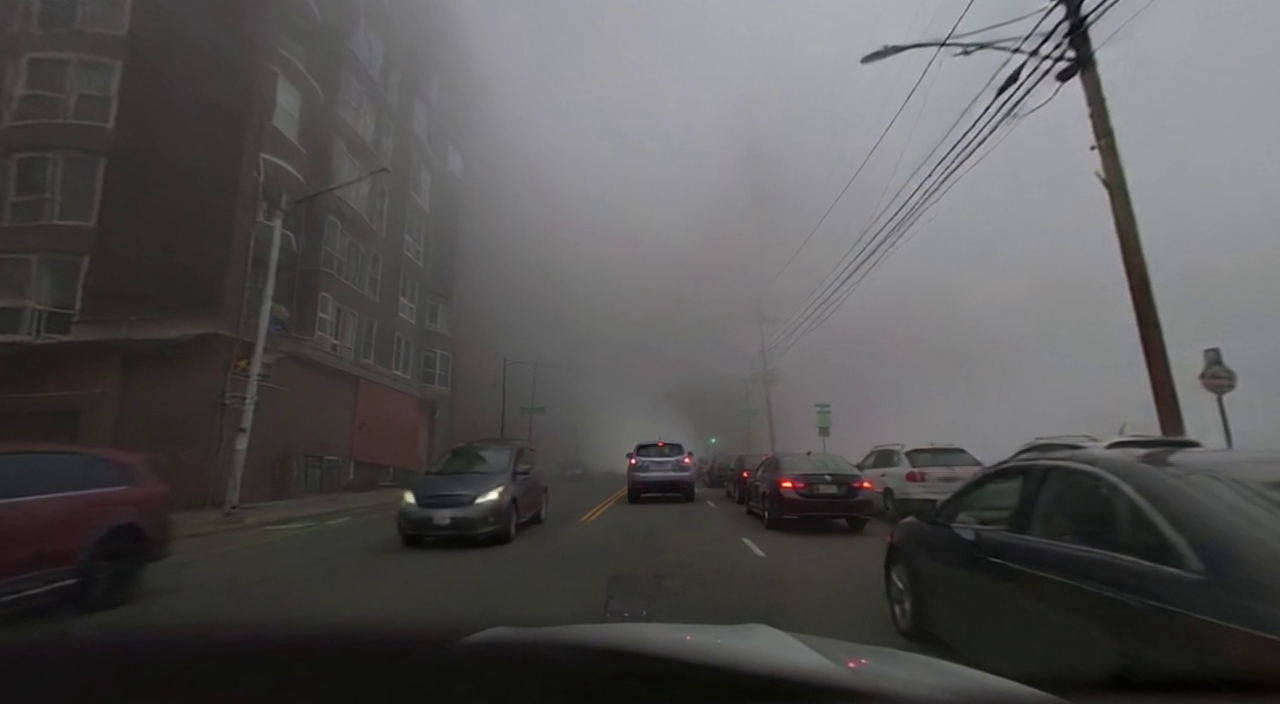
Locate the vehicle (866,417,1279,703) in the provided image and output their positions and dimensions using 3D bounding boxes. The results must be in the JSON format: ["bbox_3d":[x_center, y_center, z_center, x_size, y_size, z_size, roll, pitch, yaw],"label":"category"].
[{"bbox_3d":[2.853,1.086,2.936,2.029,1.460,4.451,-1,-8,1],"label":"vehicle"}]

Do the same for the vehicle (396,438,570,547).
[{"bbox_3d":[-2.642,2.473,11.825,2.023,1.646,4.282,-1,-8,2],"label":"vehicle"}]

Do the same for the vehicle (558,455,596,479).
[{"bbox_3d":[-4.247,7.823,43.088,1.966,1.470,4.528,-1,-8,2],"label":"vehicle"}]

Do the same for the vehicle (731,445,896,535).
[{"bbox_3d":[3.322,2.727,13.275,2.116,1.487,4.988,-1,-8,1],"label":"vehicle"}]

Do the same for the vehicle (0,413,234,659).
[{"bbox_3d":[-5.591,1.373,4.809,1.962,1.755,4.423,-1,-8,1],"label":"vehicle"}]

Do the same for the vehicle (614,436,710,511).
[{"bbox_3d":[0.530,3.153,16.862,2.232,1.736,4.036,0,-8,0],"label":"vehicle"}]
